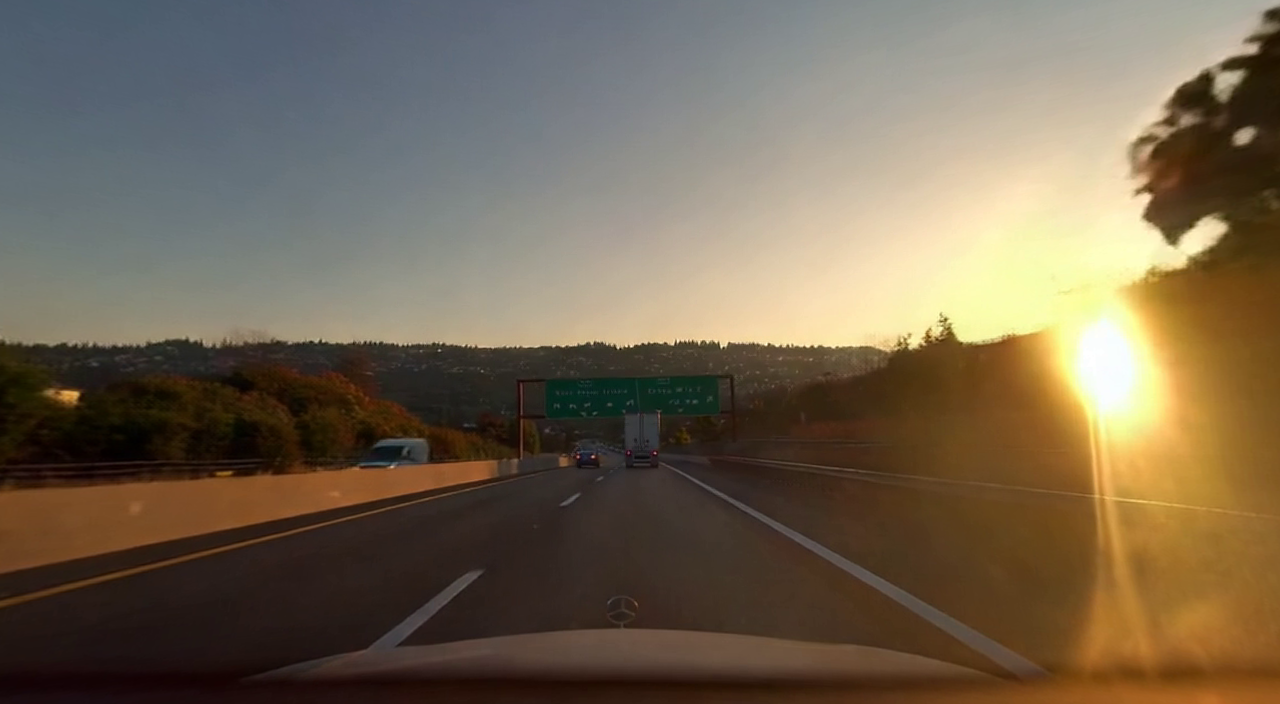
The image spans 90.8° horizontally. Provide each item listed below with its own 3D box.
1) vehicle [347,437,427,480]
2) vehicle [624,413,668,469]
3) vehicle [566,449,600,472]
[{"bbox_3d":[-16.152,6.824,40.821,2.236,2.527,6.874,0,-9,0],"label":"vehicle"},{"bbox_3d":[0.271,6.874,48.328,2.864,3.805,9.500,0,-9,-2],"label":"vehicle"},{"bbox_3d":[-4.056,7.806,45.654,2.053,1.523,4.450,0,-9,0],"label":"vehicle"}]
